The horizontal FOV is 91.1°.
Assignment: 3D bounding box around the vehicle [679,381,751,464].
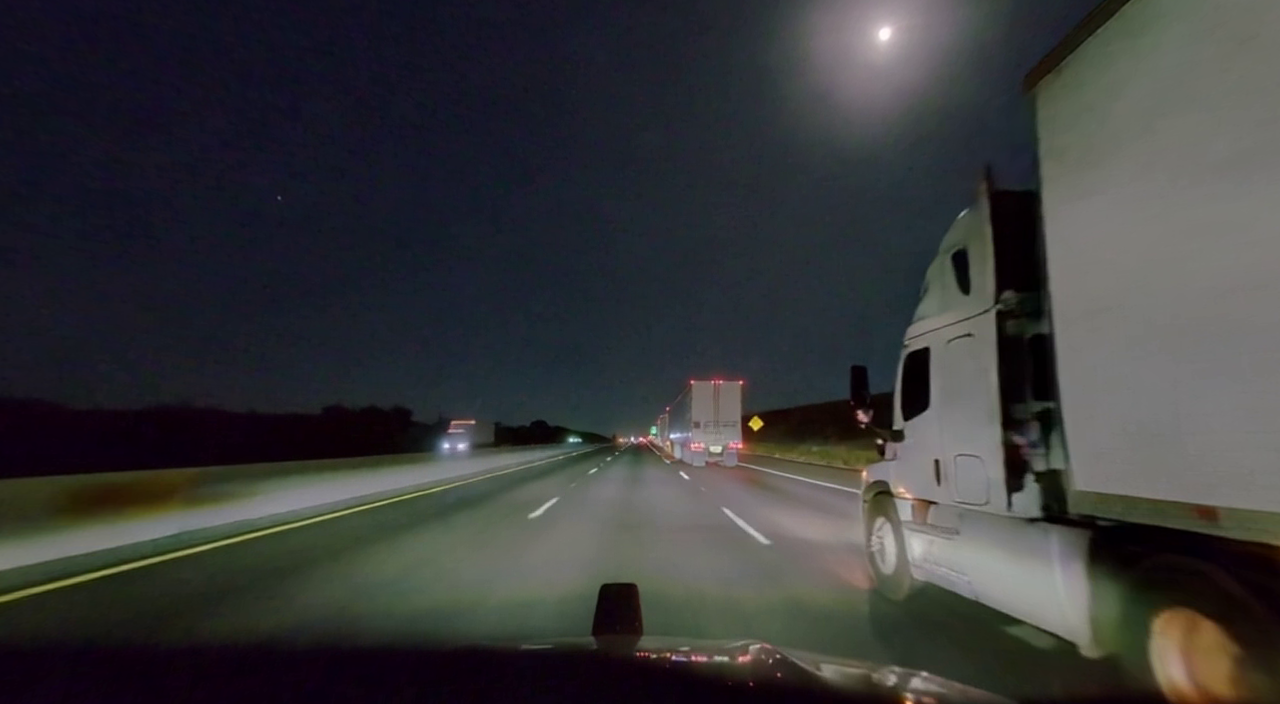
[{"bbox_3d":[3.856,3.991,34.512,2.840,3.947,8.920,0,-8,0],"label":"vehicle"}]
